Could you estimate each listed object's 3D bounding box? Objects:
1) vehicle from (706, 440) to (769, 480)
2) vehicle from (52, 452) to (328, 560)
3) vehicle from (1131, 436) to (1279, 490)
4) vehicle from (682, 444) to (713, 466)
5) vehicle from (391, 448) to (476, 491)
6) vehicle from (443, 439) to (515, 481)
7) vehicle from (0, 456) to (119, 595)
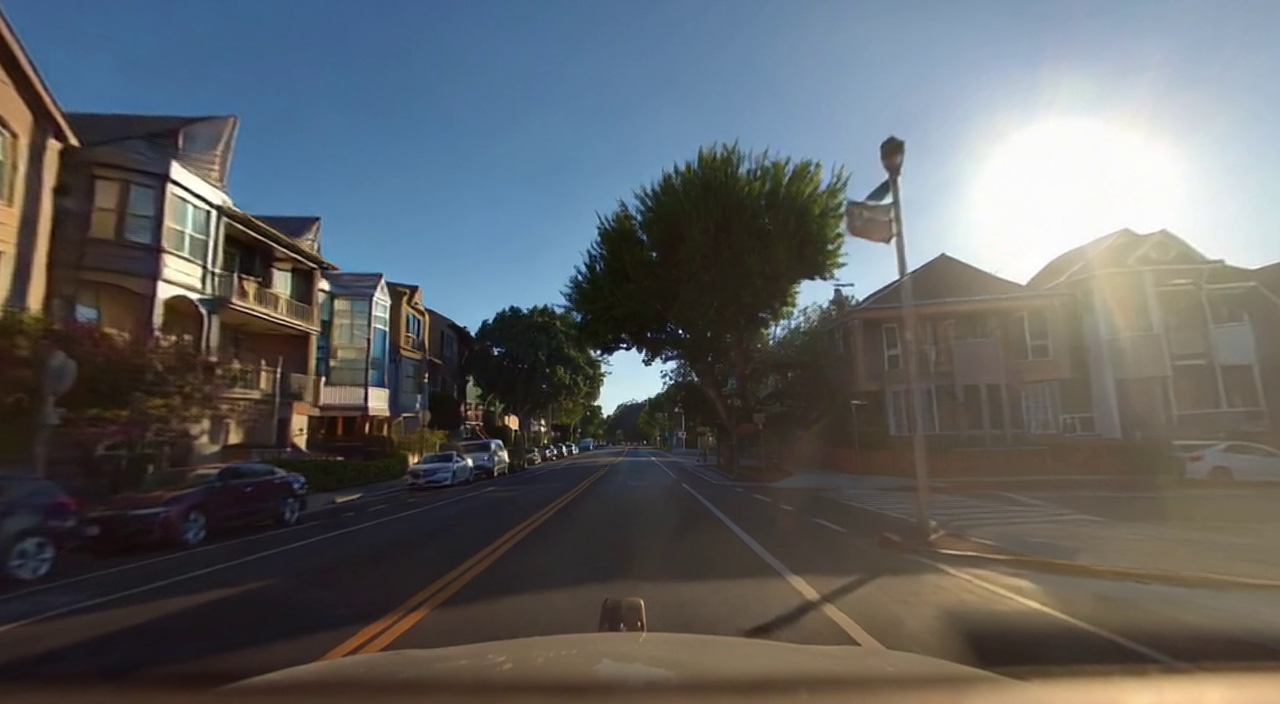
[{"bbox_3d":[4.414,4.976,29.373,2.034,1.674,4.271,0,-9,-3],"label":"vehicle"},{"bbox_3d":[-7.869,2.663,11.771,1.836,1.474,4.565,-2,-8,-1],"label":"vehicle"},{"bbox_3d":[20.196,3.802,21.836,4.568,1.727,2.199,0,-9,-1],"label":"vehicle"},{"bbox_3d":[4.227,7.623,47.033,1.845,1.556,3.929,0,-9,-1],"label":"vehicle"},{"bbox_3d":[-7.986,4.559,24.911,1.967,1.517,4.360,0,-9,-1],"label":"vehicle"},{"bbox_3d":[-7.738,5.261,30.898,2.283,1.853,4.903,-1,-9,-1],"label":"vehicle"},{"bbox_3d":[-7.992,1.815,6.131,1.970,1.480,4.616,-1,-8,-1],"label":"vehicle"}]
